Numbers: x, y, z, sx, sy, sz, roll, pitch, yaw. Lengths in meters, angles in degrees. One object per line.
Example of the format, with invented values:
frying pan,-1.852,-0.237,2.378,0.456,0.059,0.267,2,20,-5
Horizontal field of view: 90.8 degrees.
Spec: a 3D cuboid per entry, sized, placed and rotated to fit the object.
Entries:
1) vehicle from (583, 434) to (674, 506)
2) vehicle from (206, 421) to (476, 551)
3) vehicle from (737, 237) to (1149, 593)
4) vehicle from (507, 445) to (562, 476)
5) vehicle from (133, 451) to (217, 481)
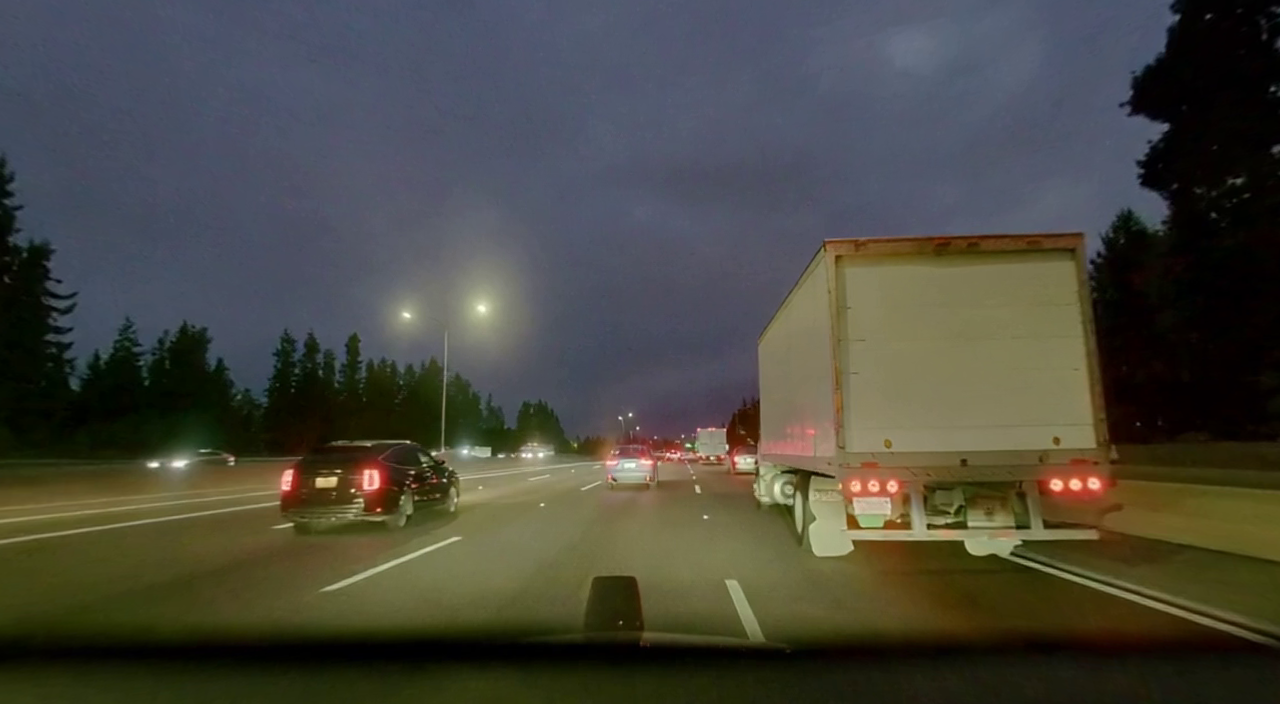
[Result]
vehicle,-0.161,3.208,17.658,2.103,1.717,4.399,-1,-9,5
vehicle,-4.617,2.134,10.827,1.988,1.696,4.754,-1,-9,5
vehicle,3.577,1.205,10.608,2.836,3.508,8.723,0,-9,2
vehicle,-5.907,6.112,35.869,1.958,1.633,4.568,-1,-9,5
vehicle,-23.216,5.660,31.669,1.480,1.368,3.325,-1,-9,5
